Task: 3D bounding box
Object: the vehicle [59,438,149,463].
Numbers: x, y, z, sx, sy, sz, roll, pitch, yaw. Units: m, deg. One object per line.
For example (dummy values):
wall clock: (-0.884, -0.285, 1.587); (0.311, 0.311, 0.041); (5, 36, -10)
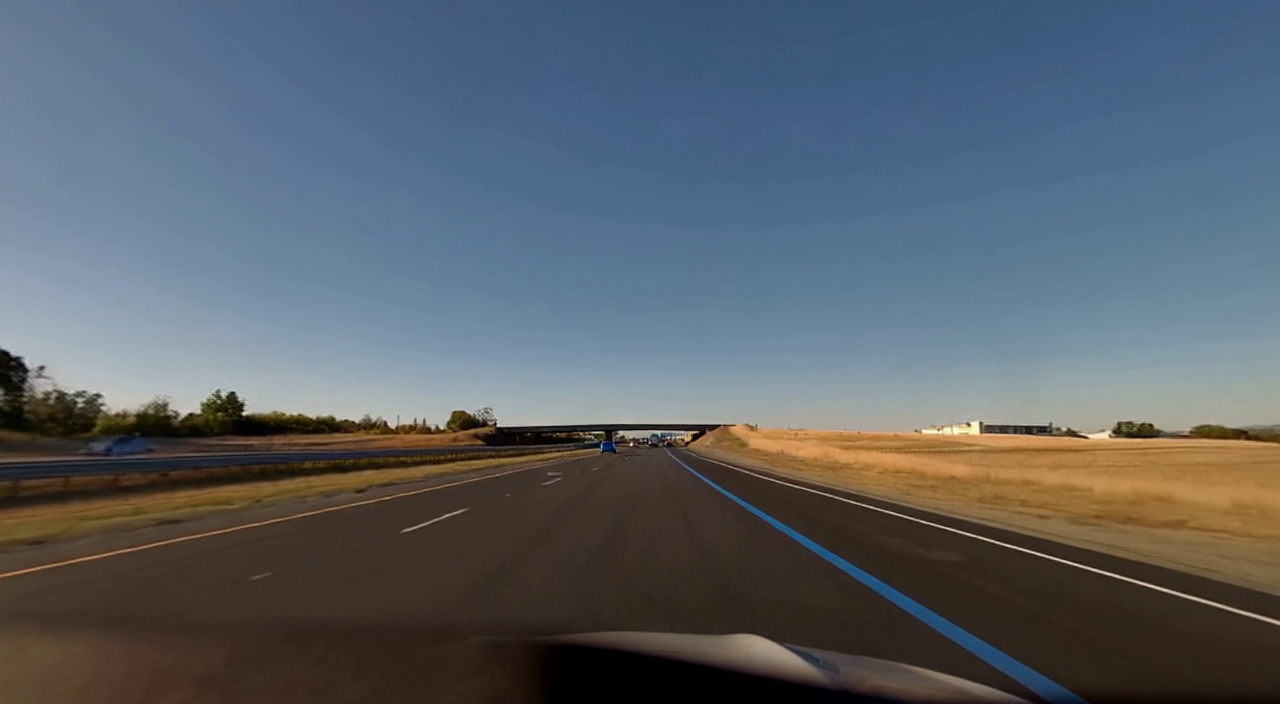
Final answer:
vehicle: (-33.002, 6.076, 39.007); (1.824, 1.477, 4.353); (0, -8, -1)
